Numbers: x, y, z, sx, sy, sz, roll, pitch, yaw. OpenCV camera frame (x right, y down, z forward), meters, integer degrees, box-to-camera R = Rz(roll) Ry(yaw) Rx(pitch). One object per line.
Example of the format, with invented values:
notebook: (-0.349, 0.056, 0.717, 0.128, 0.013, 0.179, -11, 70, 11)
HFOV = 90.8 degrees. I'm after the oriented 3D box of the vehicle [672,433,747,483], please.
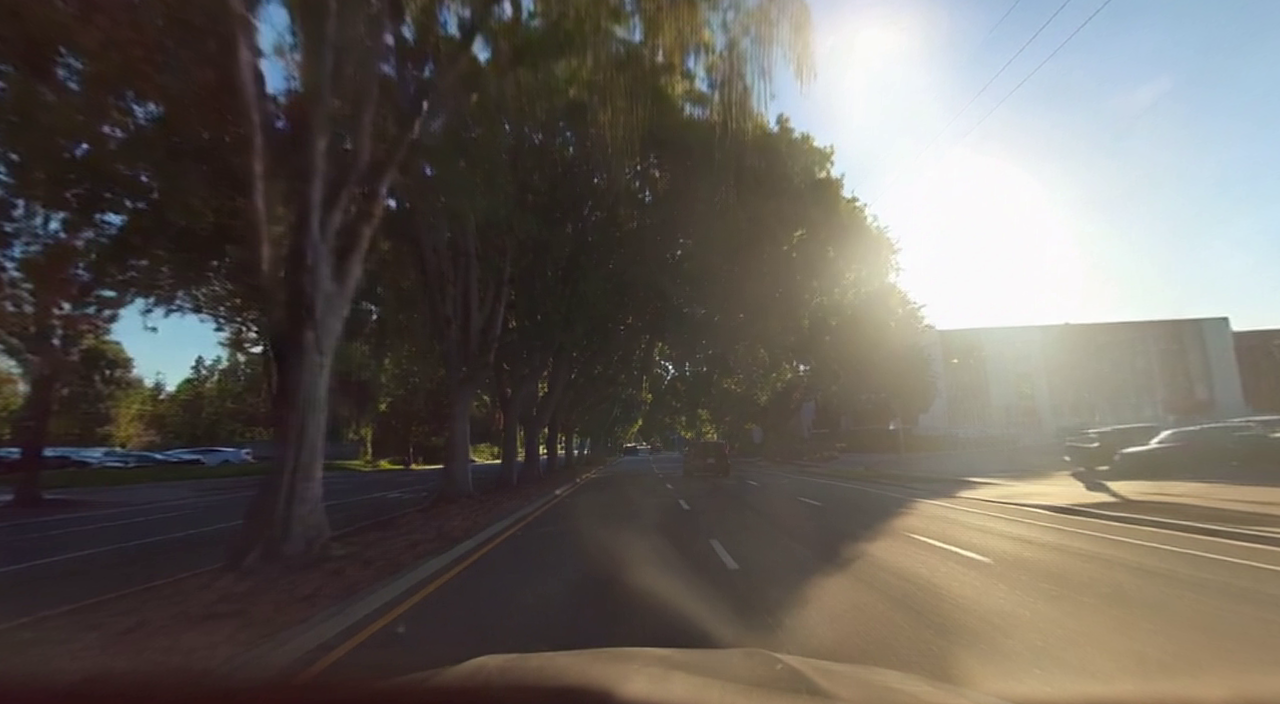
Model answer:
vehicle: (2.548, 4.066, 24.522, 2.240, 1.740, 4.605, 0, -8, -2)
